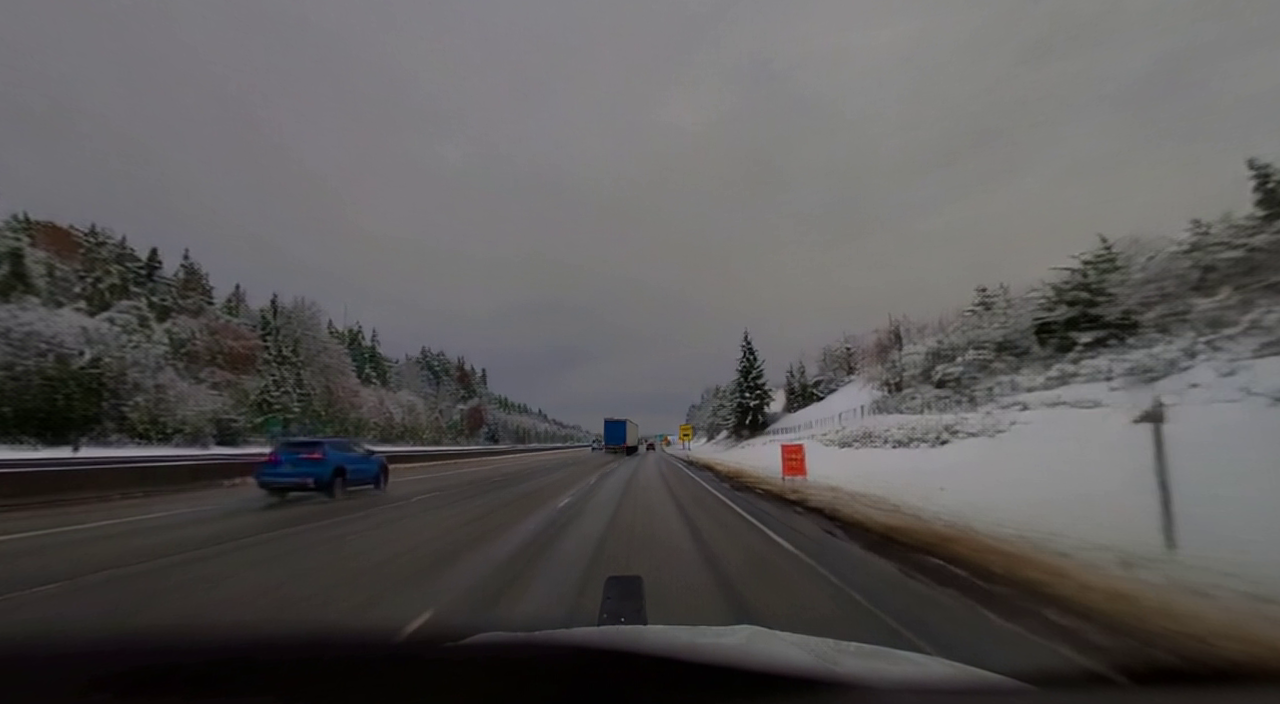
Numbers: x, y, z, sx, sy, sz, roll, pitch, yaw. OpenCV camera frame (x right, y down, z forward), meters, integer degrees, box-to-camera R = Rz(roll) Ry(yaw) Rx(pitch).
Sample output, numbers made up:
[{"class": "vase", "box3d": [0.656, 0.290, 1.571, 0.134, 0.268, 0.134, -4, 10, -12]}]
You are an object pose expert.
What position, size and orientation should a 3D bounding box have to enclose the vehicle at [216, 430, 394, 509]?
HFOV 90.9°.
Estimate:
[{"class": "vehicle", "box3d": [-7.521, 2.674, 14.702, 1.893, 1.566, 4.051, 0, -9, 0]}]
